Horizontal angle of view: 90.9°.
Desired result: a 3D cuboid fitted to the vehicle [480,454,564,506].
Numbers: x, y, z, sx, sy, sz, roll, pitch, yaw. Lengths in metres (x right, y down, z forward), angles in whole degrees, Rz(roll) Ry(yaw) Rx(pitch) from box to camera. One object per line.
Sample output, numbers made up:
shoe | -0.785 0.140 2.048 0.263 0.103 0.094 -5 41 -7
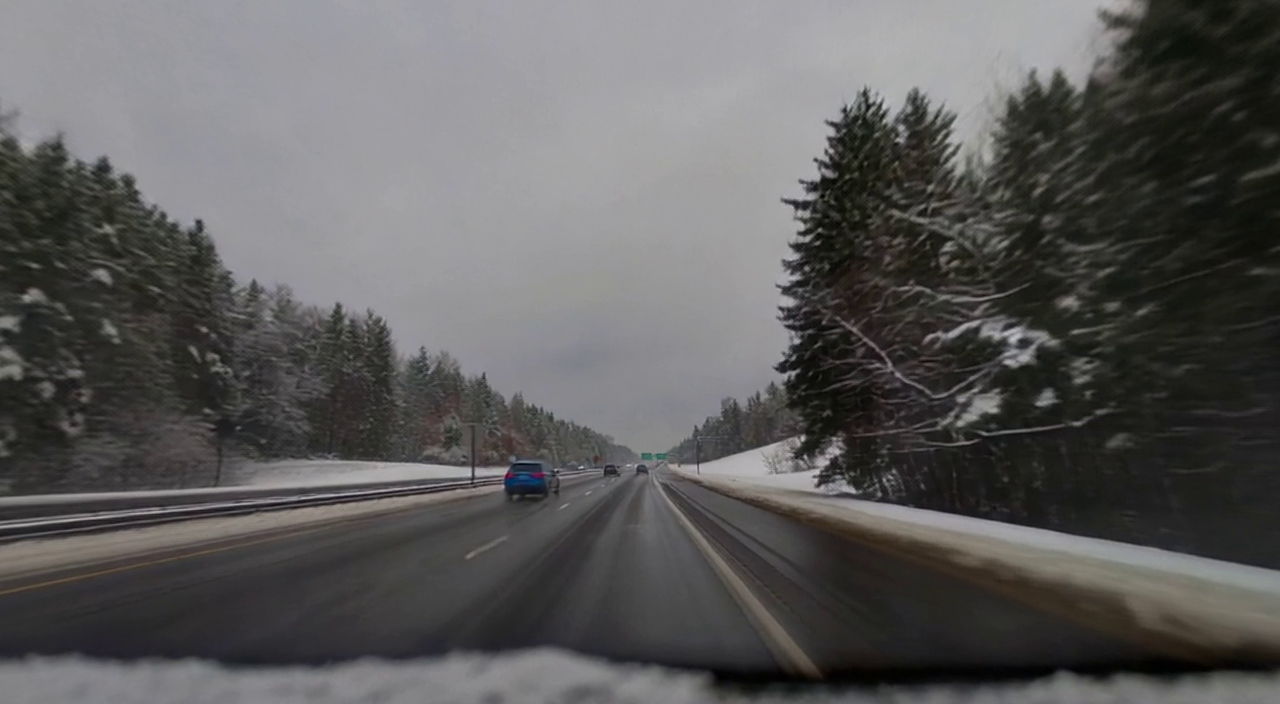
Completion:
vehicle | -4.053 4.517 22.439 2.042 1.629 4.276 1 -10 1
